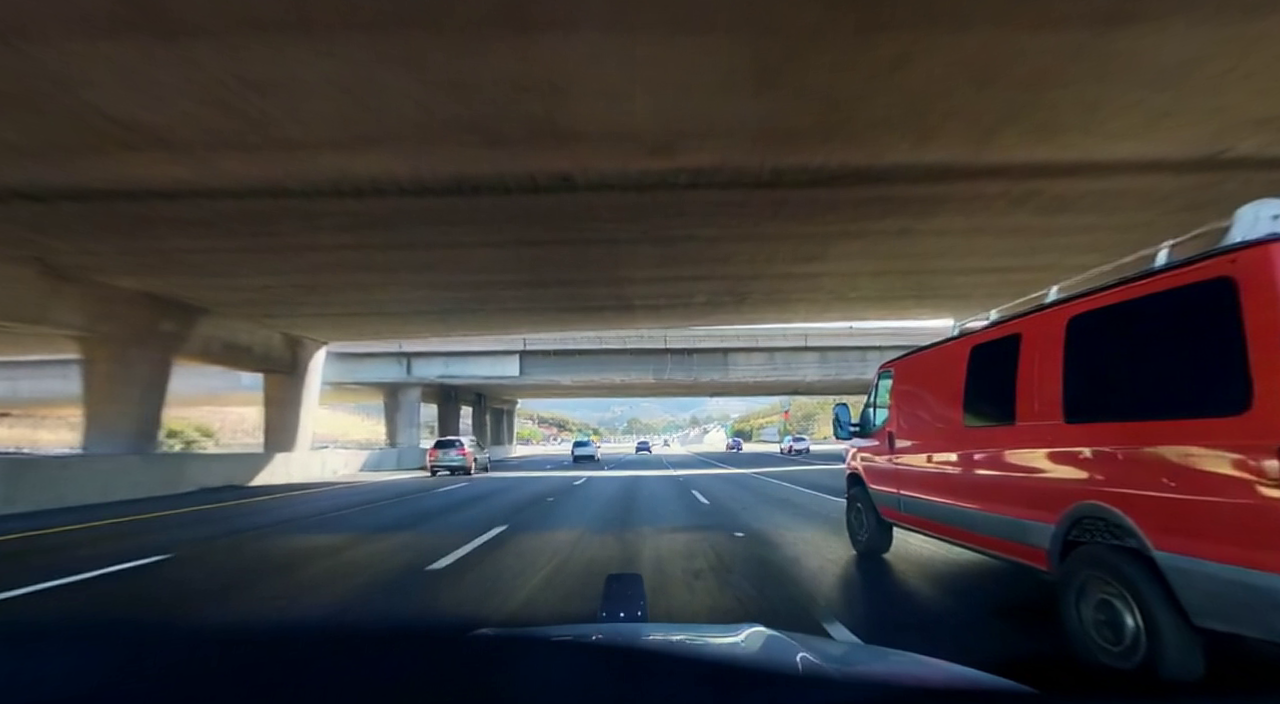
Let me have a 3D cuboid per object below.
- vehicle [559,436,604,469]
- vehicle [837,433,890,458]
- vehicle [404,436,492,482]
[{"bbox_3d":[-3.445,6.034,38.105,2.144,1.847,4.850,0,-8,1],"label":"vehicle"},{"bbox_3d":[14.590,6.143,41.321,1.896,1.518,4.417,0,-8,1],"label":"vehicle"},{"bbox_3d":[-7.779,4.386,26.015,2.092,1.712,4.627,0,-8,1],"label":"vehicle"}]
